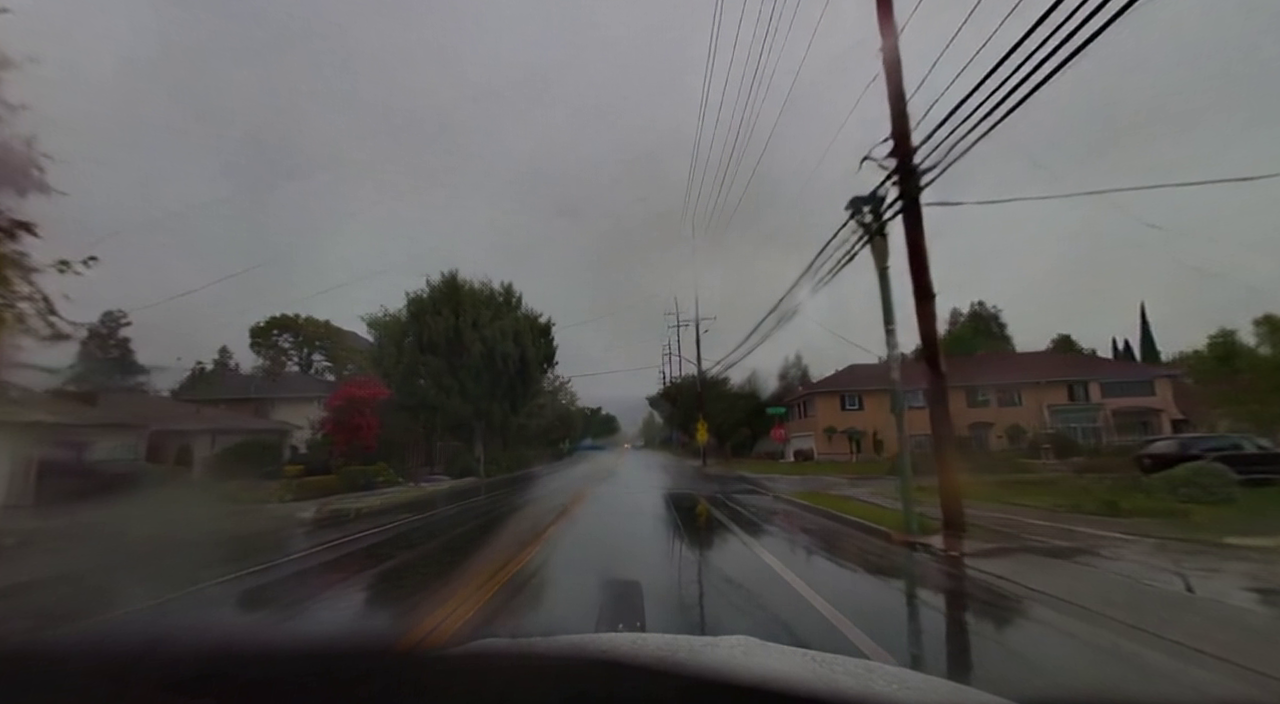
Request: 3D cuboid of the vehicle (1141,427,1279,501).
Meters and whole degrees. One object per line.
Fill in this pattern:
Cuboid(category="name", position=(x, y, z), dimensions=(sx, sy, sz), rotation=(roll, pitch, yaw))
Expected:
Cuboid(category="vehicle", position=(15.049, 2.586, 15.081), dimensions=(4.376, 1.488, 1.962), rotation=(-4, -9, 0))
